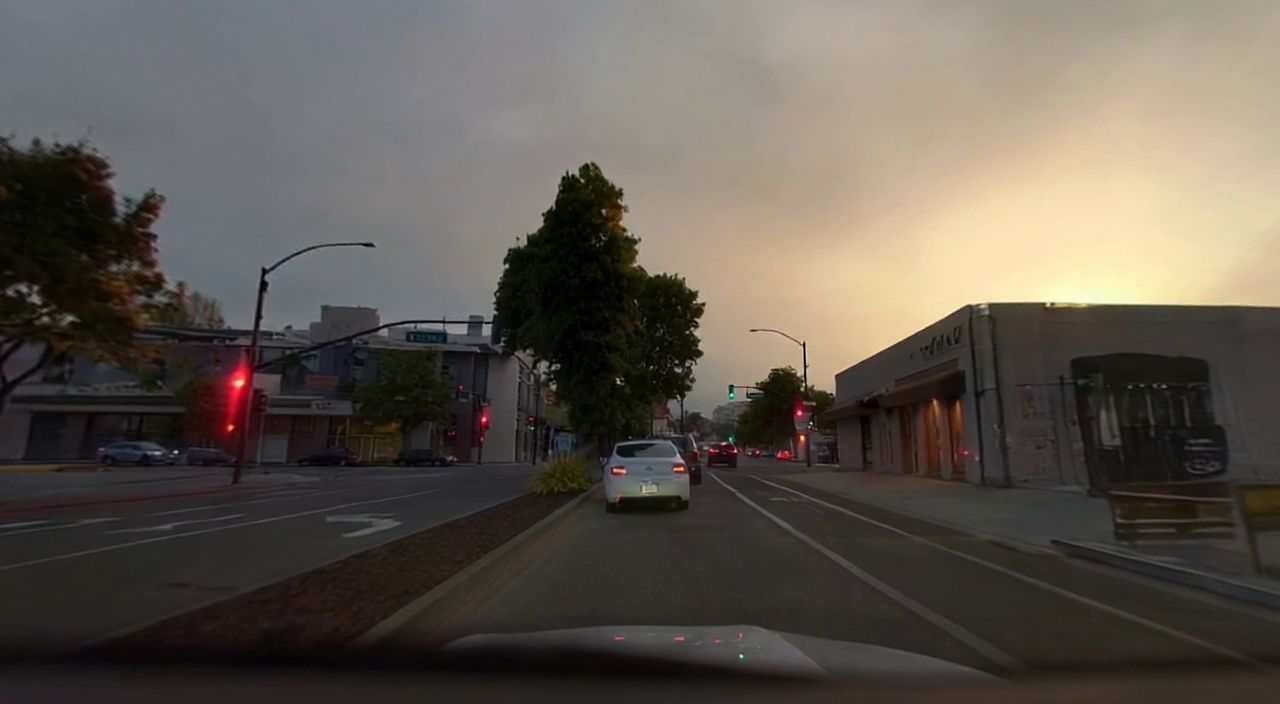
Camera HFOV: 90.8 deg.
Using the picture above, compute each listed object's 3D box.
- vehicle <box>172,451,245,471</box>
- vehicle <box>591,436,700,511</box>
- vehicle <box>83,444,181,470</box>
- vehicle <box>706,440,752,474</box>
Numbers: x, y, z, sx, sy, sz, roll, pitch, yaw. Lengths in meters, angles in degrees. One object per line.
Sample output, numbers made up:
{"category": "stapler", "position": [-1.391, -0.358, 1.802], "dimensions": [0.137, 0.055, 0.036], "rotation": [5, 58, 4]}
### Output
{"category": "vehicle", "position": [-33.419, 8.449, 49.002], "dimensions": [4.199, 1.432, 1.727], "rotation": [1, -9, -10]}
{"category": "vehicle", "position": [0.199, 2.756, 14.836], "dimensions": [2.173, 1.479, 4.264], "rotation": [0, -9, 3]}
{"category": "vehicle", "position": [-35.818, 7.367, 44.654], "dimensions": [4.877, 1.754, 1.978], "rotation": [1, -9, -9]}
{"category": "vehicle", "position": [5.181, 6.187, 37.552], "dimensions": [2.092, 1.851, 4.913], "rotation": [0, -9, 1]}
